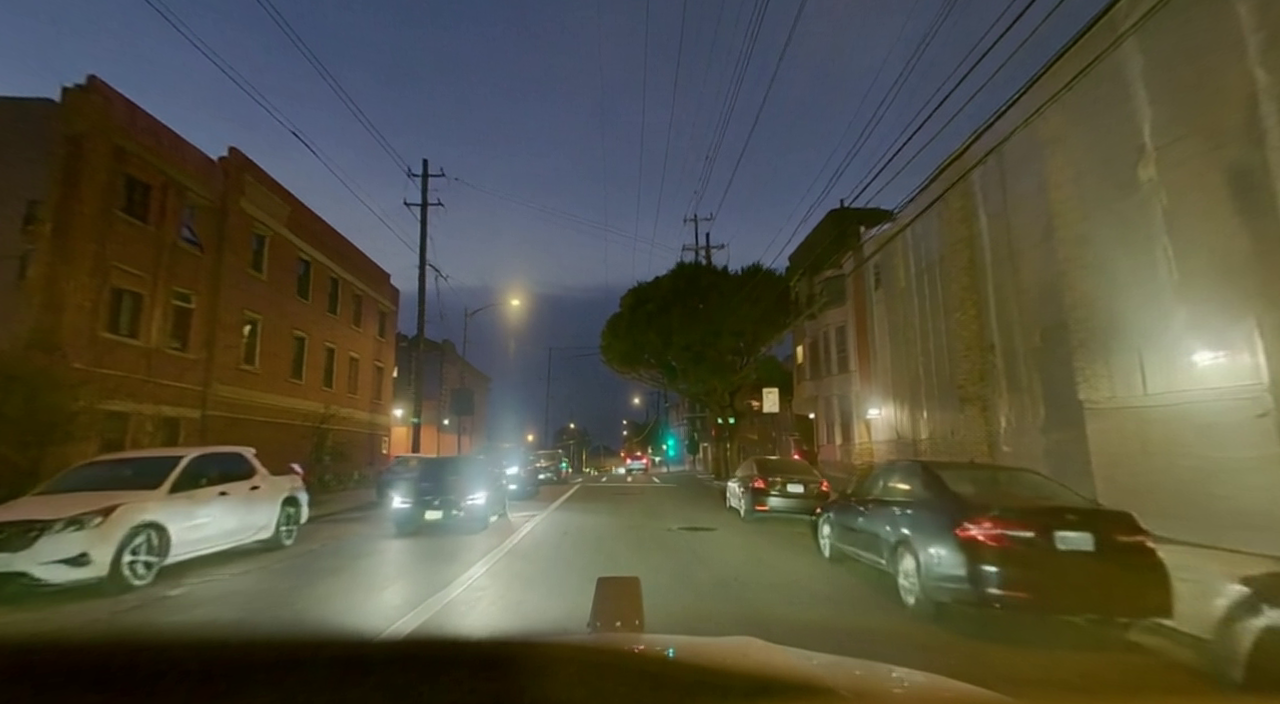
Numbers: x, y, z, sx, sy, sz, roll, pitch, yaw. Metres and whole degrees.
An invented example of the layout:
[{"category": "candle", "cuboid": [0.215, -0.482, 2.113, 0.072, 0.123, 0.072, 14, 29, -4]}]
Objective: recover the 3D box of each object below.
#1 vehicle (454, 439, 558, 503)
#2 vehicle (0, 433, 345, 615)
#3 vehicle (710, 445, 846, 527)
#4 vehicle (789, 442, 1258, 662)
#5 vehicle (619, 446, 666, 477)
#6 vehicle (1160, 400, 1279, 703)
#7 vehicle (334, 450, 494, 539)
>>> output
[{"category": "vehicle", "cuboid": [-4.217, 3.813, 20.837, 2.236, 1.834, 4.743, 0, -8, 2]}, {"category": "vehicle", "cuboid": [-6.916, 2.230, 9.553, 2.263, 1.882, 5.706, 0, -8, -1]}, {"category": "vehicle", "cuboid": [2.854, 2.851, 14.153, 1.913, 1.509, 4.436, 0, -8, -2]}, {"category": "vehicle", "cuboid": [3.198, 1.716, 6.733, 1.946, 1.474, 4.710, 0, -8, -2]}, {"category": "vehicle", "cuboid": [0.220, 6.460, 37.532, 2.059, 1.736, 3.994, -2, -9, 11]}, {"category": "vehicle", "cuboid": [3.302, 0.708, 0.603, 1.895, 1.553, 4.235, 0, -8, -2]}, {"category": "vehicle", "cuboid": [-5.062, 2.900, 13.693, 1.994, 1.510, 4.802, 6, -10, -34]}]
